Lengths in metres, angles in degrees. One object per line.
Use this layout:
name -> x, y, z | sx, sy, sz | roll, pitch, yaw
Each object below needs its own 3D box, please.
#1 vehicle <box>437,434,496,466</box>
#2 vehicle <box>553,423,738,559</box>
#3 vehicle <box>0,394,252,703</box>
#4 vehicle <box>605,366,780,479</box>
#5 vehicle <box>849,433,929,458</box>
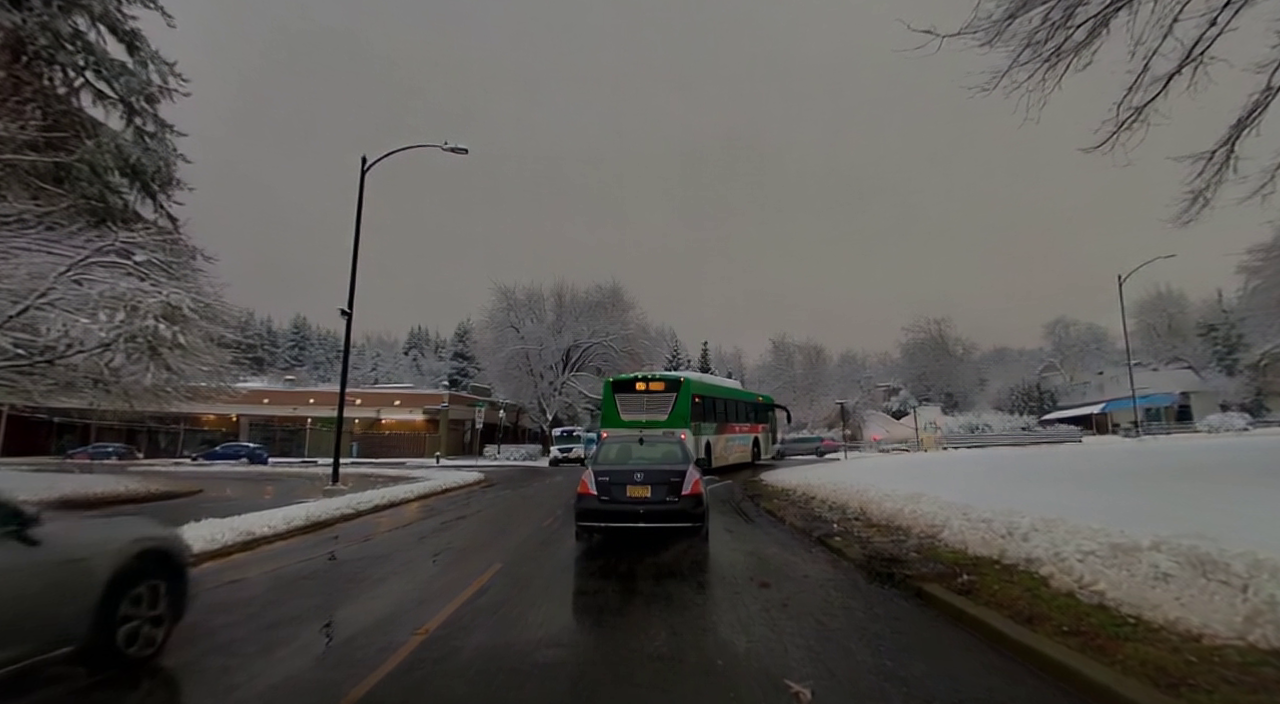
vehicle -> -9.518, 5.442, 34.946 | 2.086, 1.656, 4.010 | 0, -9, 0
vehicle -> 0.093, 1.807, 8.935 | 2.020, 1.478, 3.922 | 0, -8, 1
vehicle -> -3.717, 0.832, 2.015 | 1.953, 1.480, 4.522 | 0, -8, 2
vehicle -> 2.476, 2.778, 23.635 | 2.948, 3.303, 9.977 | -4, -9, 26
vehicle -> 15.708, 5.898, 39.751 | 4.422, 1.457, 1.882 | -5, -10, 29
